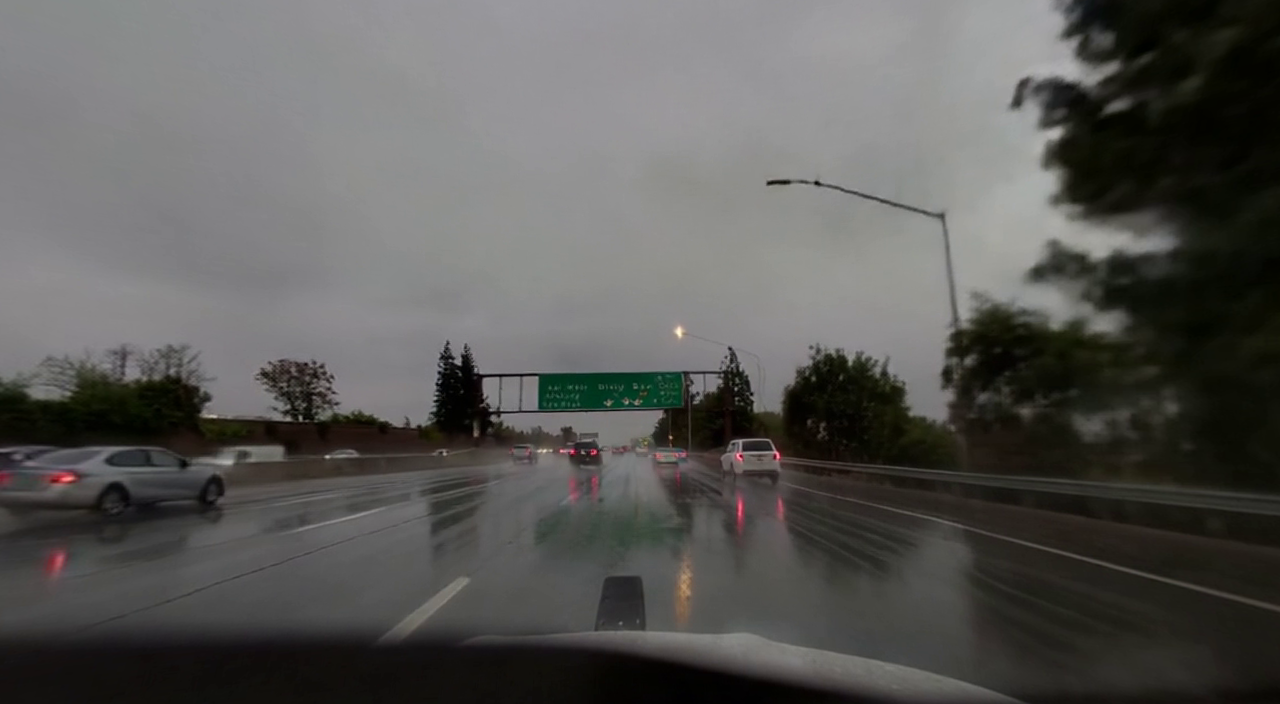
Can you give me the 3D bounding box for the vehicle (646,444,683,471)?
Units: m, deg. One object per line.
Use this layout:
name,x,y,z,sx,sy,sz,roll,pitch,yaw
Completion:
vehicle,1.446,6.382,38.312,2.126,1.529,4.438,-1,-9,1

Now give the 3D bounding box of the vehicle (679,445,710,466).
vehicle,4.062,7.815,47.700,1.929,1.485,4.482,0,-9,0

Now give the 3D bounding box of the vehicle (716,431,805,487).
vehicle,4.189,3.817,22.799,2.218,1.776,4.807,0,-9,0

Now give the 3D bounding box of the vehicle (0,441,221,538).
vehicle,-10.660,2.482,12.090,1.974,1.472,4.684,0,-9,0

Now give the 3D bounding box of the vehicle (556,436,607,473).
vehicle,-3.292,5.952,36.687,2.449,1.929,5.503,0,-9,0
